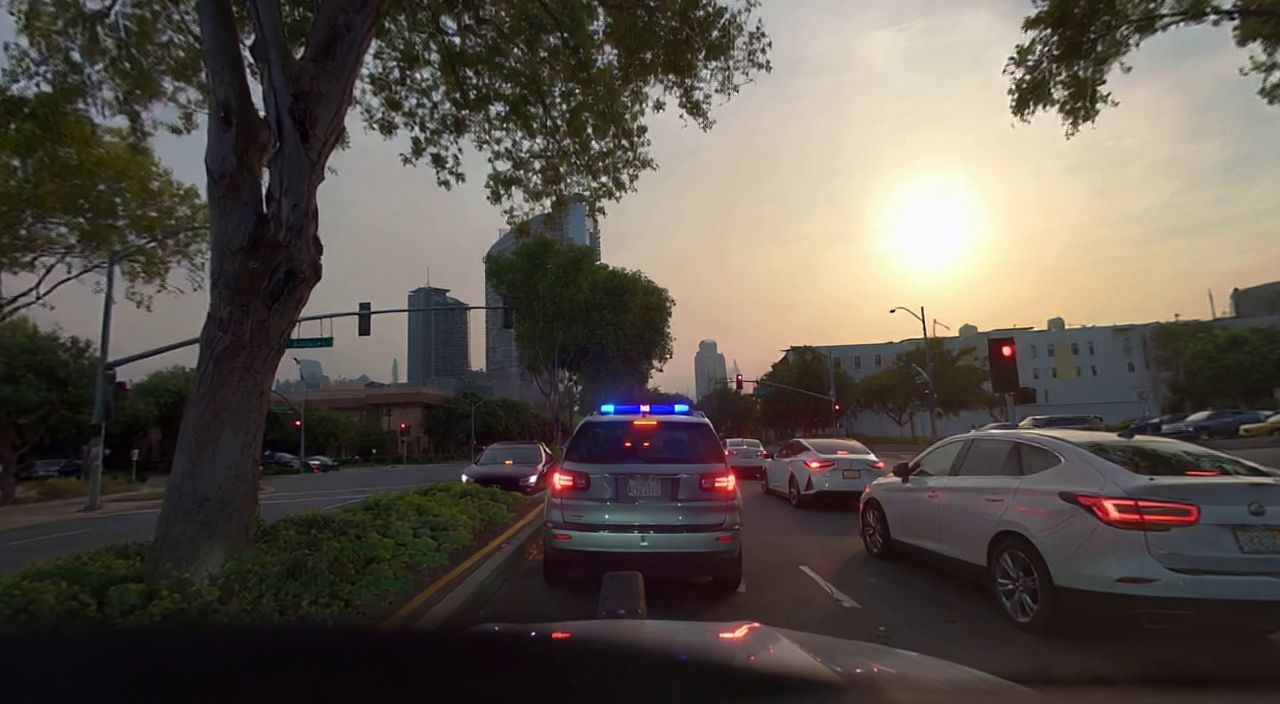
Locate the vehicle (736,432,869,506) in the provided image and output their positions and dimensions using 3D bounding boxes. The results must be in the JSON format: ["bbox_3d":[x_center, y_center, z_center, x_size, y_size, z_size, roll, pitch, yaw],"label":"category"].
[{"bbox_3d":[3.651,2.706,15.066,1.940,1.474,4.234,0,-8,-1],"label":"vehicle"}]

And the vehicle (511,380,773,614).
[{"bbox_3d":[-0.033,1.460,7.275,2.038,1.819,4.505,0,-8,-1],"label":"vehicle"}]

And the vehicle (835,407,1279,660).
[{"bbox_3d":[3.646,1.408,6.078,1.995,1.483,4.533,0,-8,-1],"label":"vehicle"}]

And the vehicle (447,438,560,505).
[{"bbox_3d":[-3.307,2.982,16.227,1.913,1.464,4.276,0,-8,0],"label":"vehicle"}]
